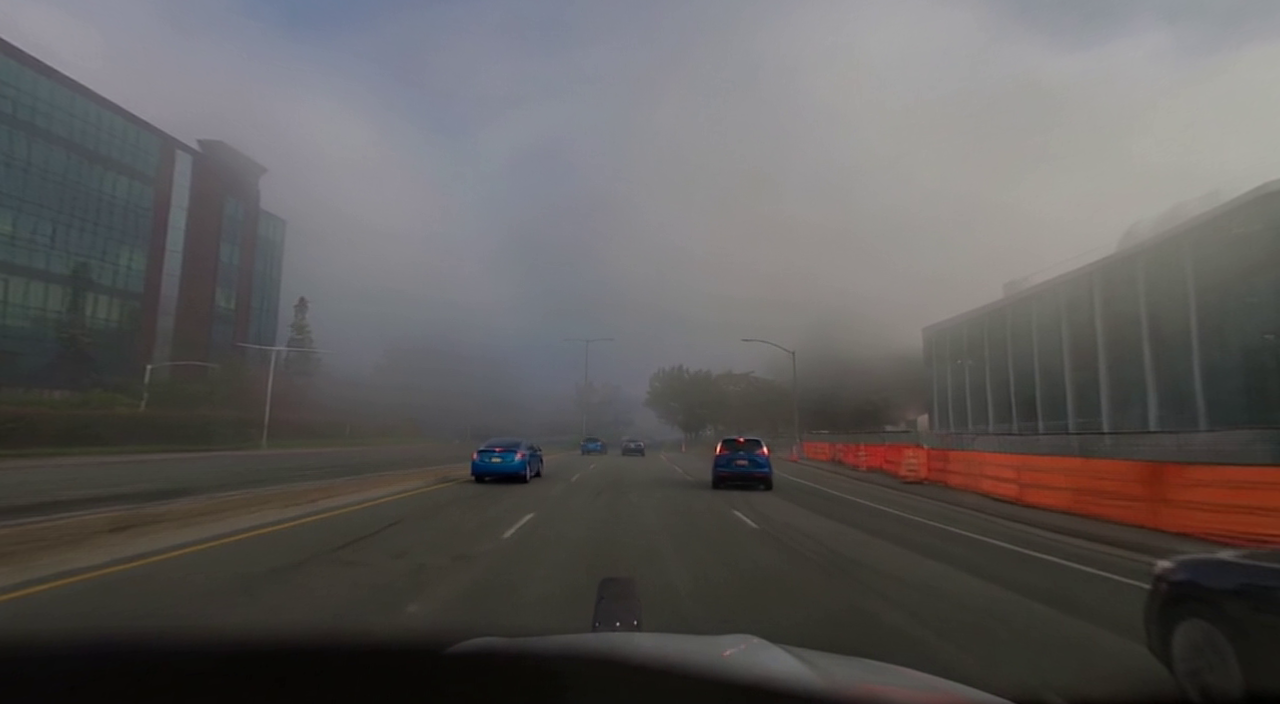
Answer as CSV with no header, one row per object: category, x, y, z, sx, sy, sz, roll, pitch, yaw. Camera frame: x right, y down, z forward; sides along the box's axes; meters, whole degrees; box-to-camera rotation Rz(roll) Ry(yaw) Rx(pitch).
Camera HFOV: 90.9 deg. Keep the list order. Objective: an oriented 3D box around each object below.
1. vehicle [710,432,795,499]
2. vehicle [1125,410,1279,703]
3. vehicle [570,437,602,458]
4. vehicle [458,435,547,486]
vehicle,2.805,2.865,16.387,1.913,1.499,3.581,-1,-8,7
vehicle,3.721,0.847,1.662,1.784,1.471,3.935,0,-8,1
vehicle,-4.046,7.212,47.701,1.888,1.486,4.310,0,-8,1
vehicle,-4.202,3.353,19.895,1.848,1.406,4.013,0,-8,1
